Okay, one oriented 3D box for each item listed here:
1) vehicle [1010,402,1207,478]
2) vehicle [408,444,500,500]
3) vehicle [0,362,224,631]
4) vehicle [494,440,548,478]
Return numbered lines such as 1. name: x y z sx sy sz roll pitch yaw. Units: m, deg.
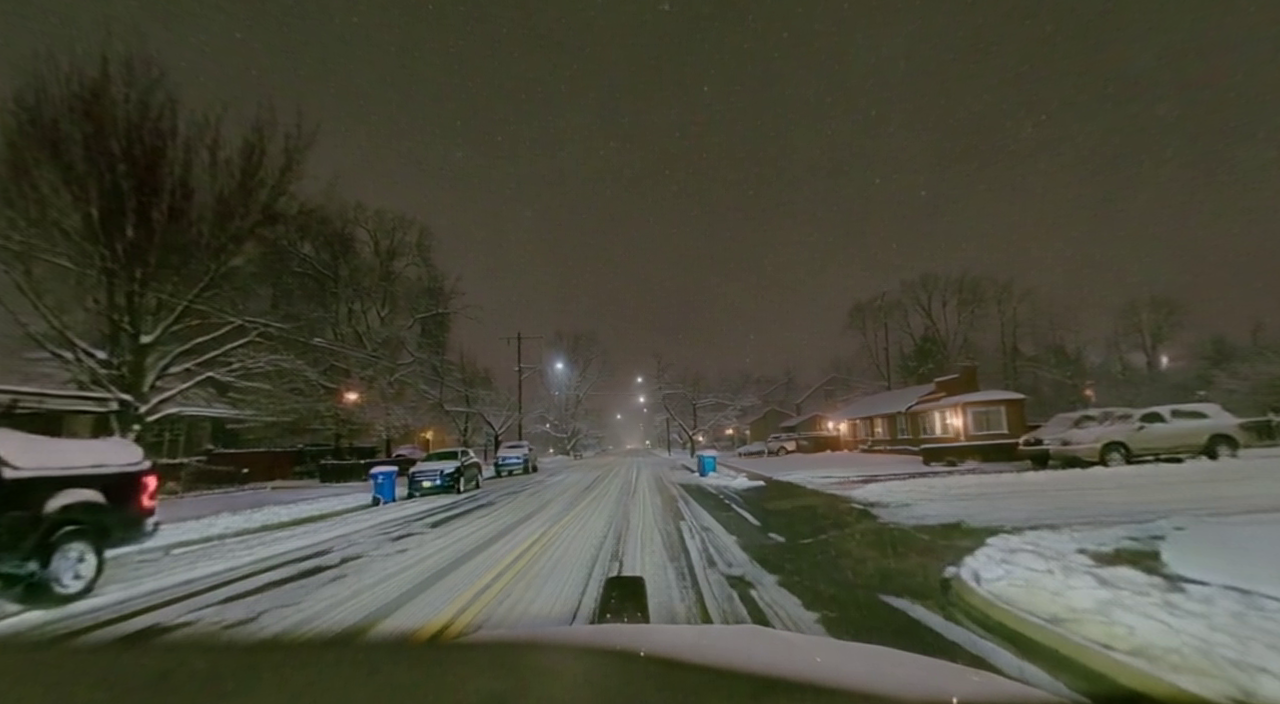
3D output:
1. vehicle: 12.889 2.463 17.852 1.936 1.687 4.714 -5 -8 1
2. vehicle: -6.374 4.104 22.110 1.945 1.530 4.430 -4 -7 -1
3. vehicle: -6.285 1.112 4.691 2.223 2.115 5.707 5 -3 2
4. vehicle: -6.553 5.925 35.309 2.169 1.871 4.762 -3 -8 -1
